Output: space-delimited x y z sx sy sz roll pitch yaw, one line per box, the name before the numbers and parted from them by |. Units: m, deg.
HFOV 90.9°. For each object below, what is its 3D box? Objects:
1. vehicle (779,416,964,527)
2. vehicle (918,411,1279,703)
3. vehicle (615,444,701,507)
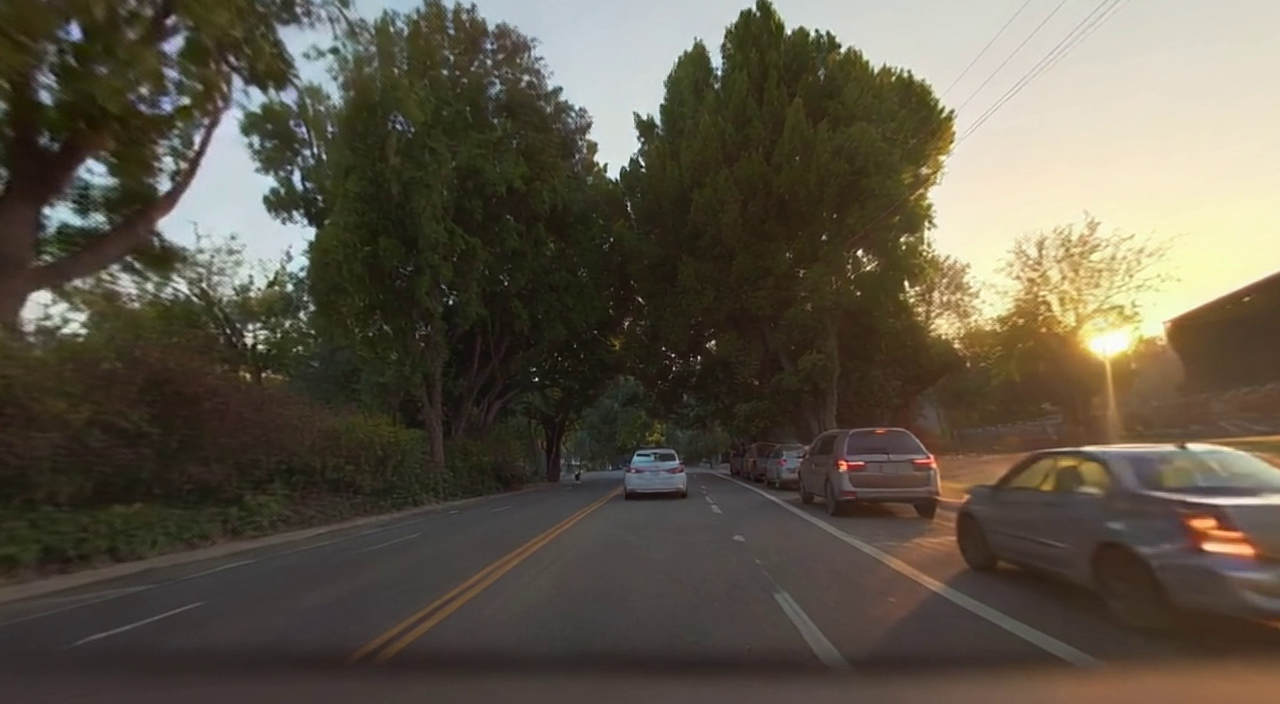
vehicle | 4.322 2.306 12.773 2.066 1.804 4.751 0 -8 2
vehicle | 4.119 1.280 4.754 1.992 1.469 4.823 0 -8 2
vehicle | 0.504 3.293 17.367 2.078 1.521 4.058 0 -8 2
